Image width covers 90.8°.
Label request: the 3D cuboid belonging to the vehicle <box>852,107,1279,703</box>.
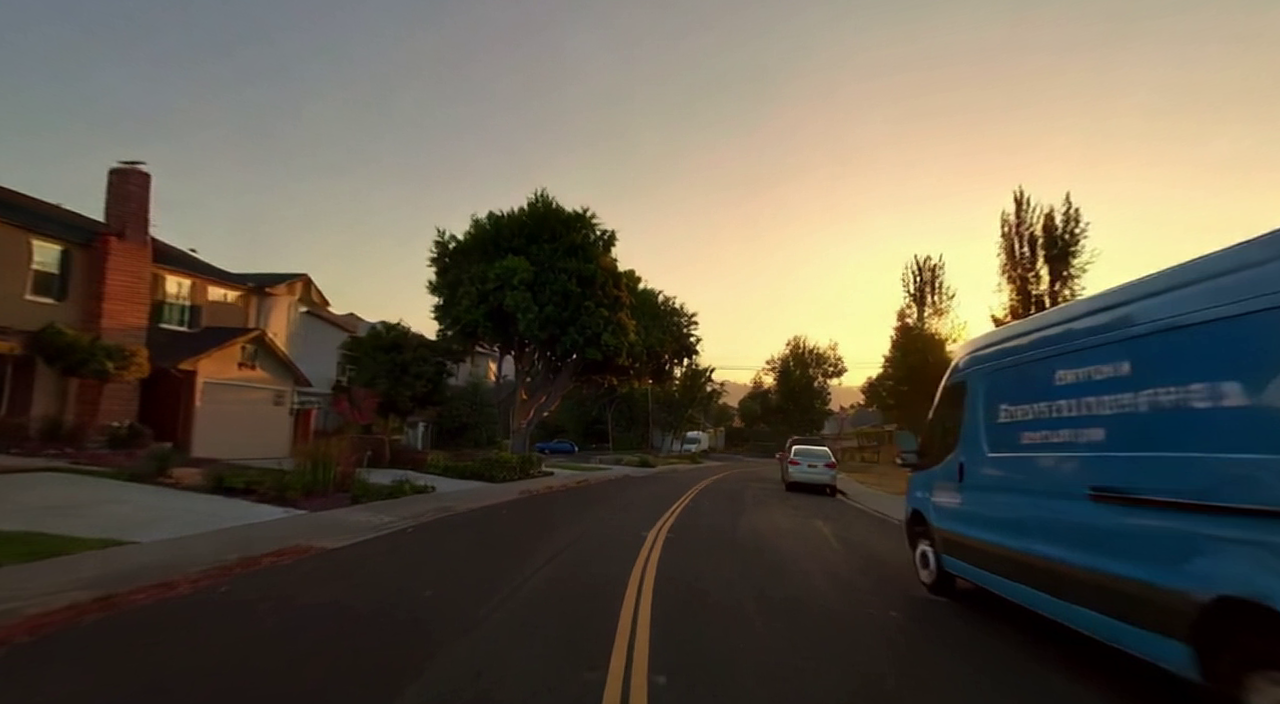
[{"bbox_3d":[3.920,0.724,4.597,2.684,2.712,6.197,0,-9,1],"label":"vehicle"}]

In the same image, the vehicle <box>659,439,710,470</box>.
[{"bbox_3d":[2.743,6.097,37.818,2.278,1.704,5.321,-2,-9,12],"label":"vehicle"}]

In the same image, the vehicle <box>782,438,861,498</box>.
[{"bbox_3d":[5.673,3.632,20.217,1.822,1.668,4.147,-1,-9,8],"label":"vehicle"}]
